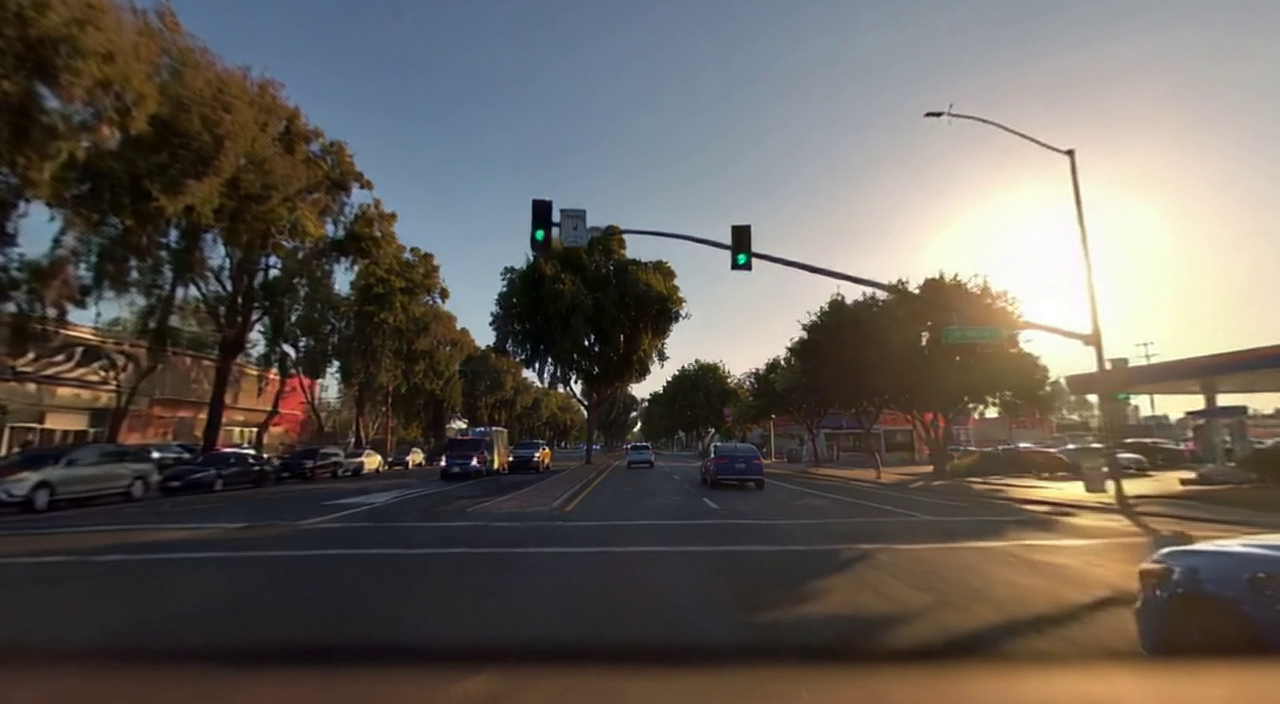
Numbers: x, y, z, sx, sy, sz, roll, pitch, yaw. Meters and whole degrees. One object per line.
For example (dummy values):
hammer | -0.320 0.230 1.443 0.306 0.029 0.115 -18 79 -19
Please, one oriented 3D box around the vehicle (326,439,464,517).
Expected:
vehicle | -5.437 2.798 14.690 1.972 1.466 4.493 2 -8 -8

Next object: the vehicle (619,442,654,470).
vehicle | -0.255 6.373 38.780 2.029 1.605 3.827 0 -8 -2

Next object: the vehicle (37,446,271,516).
vehicle | -12.399 3.279 16.741 2.186 1.532 5.087 0 -8 -1

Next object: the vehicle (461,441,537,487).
vehicle | -5.150 4.102 23.671 1.953 1.526 4.349 0 -8 -1

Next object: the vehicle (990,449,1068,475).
vehicle | 24.276 6.853 39.630 1.894 1.485 4.606 0 -8 -1

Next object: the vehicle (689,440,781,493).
vehicle | 2.853 3.576 20.105 2.061 1.487 4.462 0 -8 -3

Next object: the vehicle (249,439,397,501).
vehicle | -8.974 3.348 18.435 2.165 1.557 4.515 0 -9 -3

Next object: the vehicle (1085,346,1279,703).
vehicle | 3.640 0.604 1.036 2.117 1.689 5.113 0 -8 1
